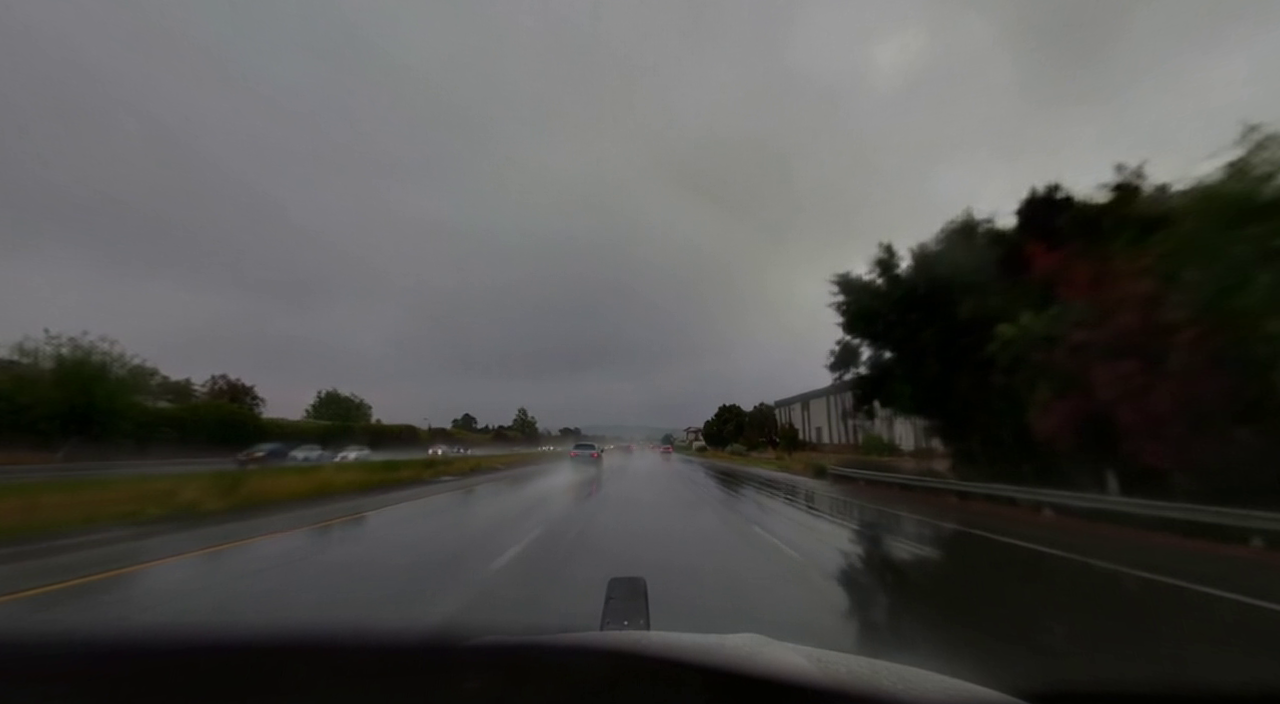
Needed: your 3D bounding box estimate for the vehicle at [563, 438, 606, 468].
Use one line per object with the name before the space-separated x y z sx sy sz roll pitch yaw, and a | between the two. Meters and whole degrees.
vehicle | -3.537 6.595 41.211 2.218 1.850 4.774 0 -9 1
